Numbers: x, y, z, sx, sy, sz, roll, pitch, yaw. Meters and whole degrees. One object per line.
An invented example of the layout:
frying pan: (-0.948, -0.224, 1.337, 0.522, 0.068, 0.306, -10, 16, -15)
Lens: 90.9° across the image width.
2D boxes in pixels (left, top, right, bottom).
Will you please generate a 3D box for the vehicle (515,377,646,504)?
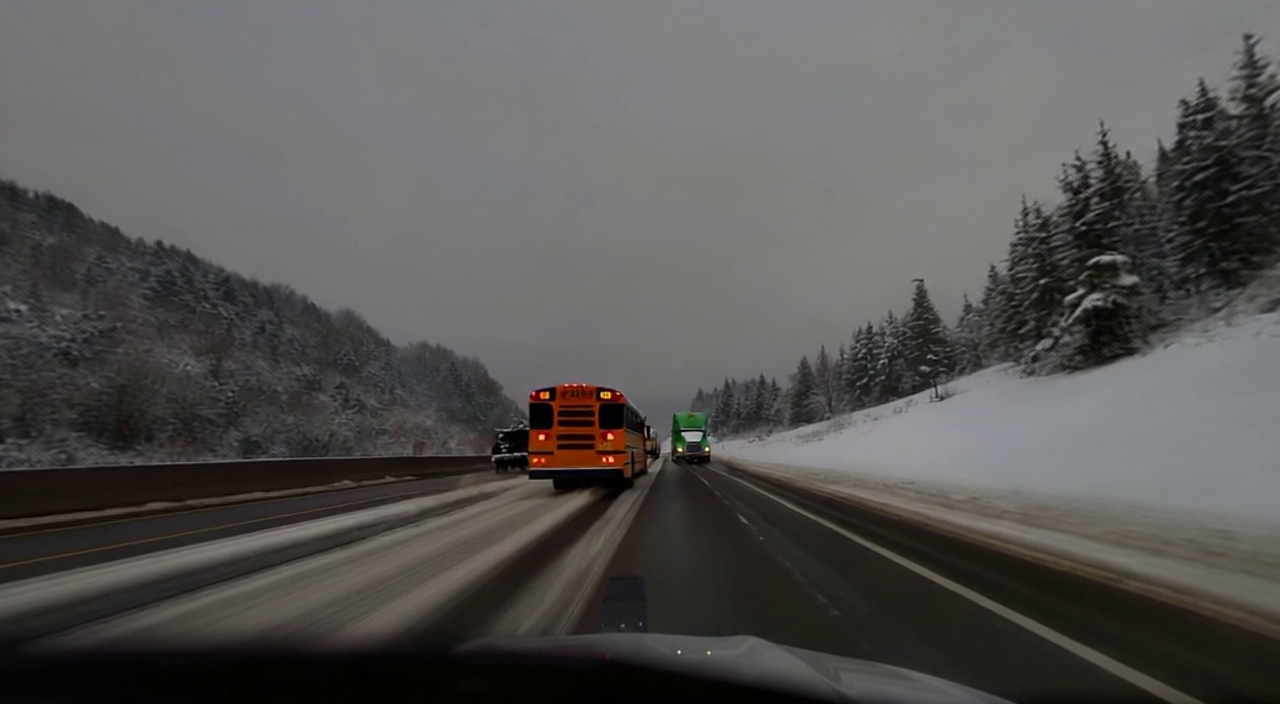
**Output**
vehicle: (-1.507, 3.068, 21.763, 2.948, 3.265, 10.569, -1, -8, 3)

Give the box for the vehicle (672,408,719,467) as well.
vehicle: (3.687, 5.956, 43.400, 2.716, 3.705, 7.018, 0, -9, 1)
